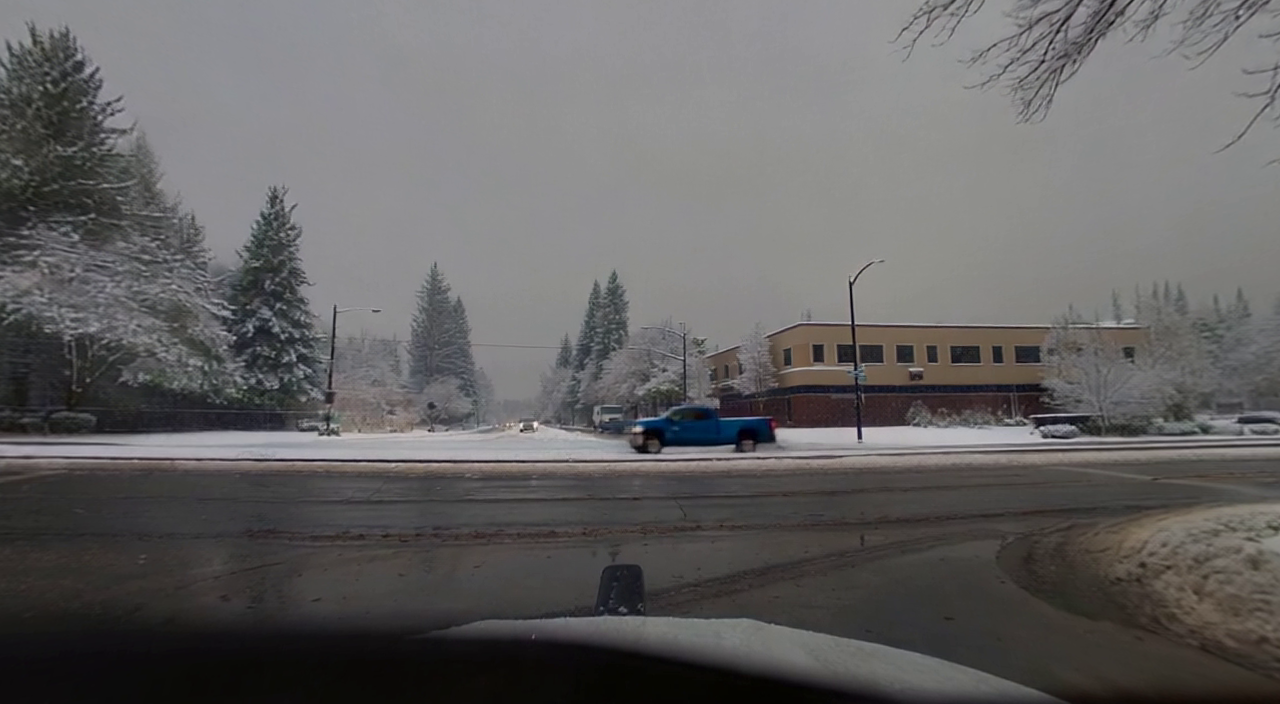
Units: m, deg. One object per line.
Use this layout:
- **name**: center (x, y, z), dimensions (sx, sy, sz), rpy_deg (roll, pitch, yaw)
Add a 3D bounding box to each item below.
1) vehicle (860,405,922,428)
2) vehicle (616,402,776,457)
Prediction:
- **vehicle**: center (18.350, 4.741, 45.842), dimensions (4.674, 1.483, 1.745), rpy_deg (5, -10, -33)
- **vehicle**: center (1.989, 2.834, 22.754), dimensions (5.333, 1.837, 2.124), rpy_deg (2, -9, -17)
